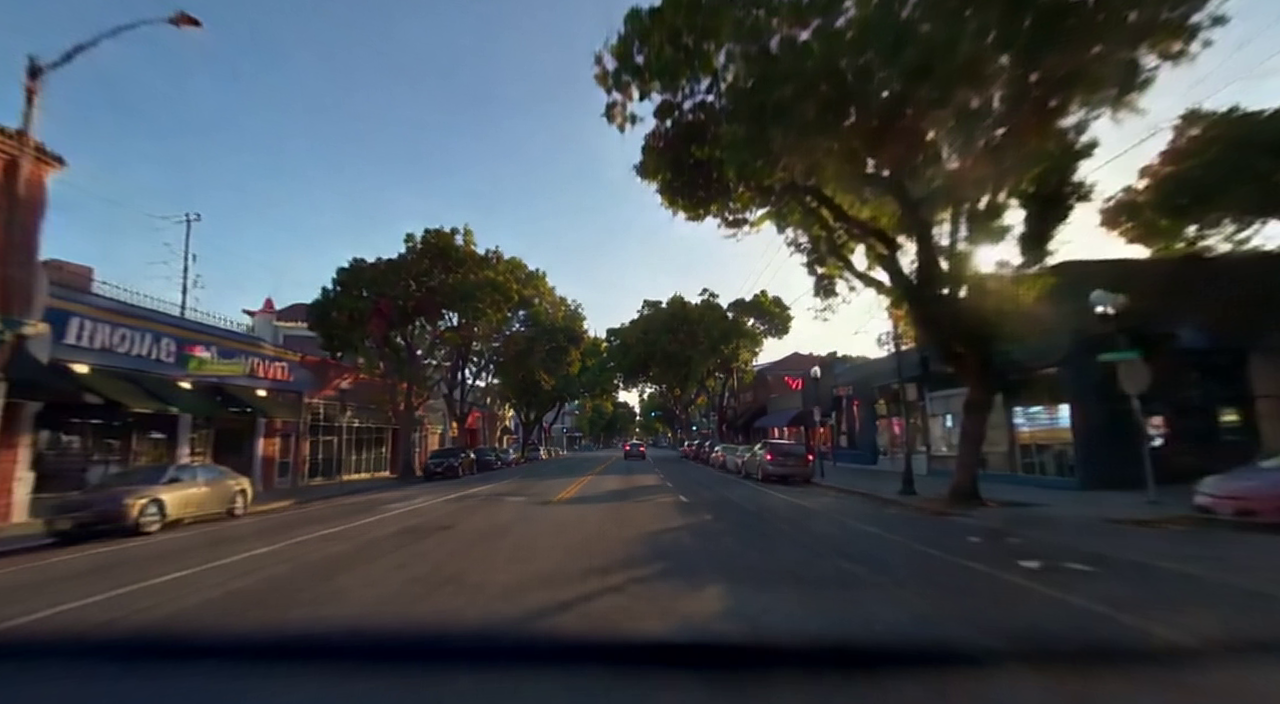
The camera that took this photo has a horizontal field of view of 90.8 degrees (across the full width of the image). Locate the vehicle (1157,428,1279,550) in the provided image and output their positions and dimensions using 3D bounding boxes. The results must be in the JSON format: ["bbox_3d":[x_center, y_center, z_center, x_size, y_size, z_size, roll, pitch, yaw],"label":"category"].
[{"bbox_3d":[10.861,1.953,9.319,4.563,1.633,2.144,0,-9,-1],"label":"vehicle"}]

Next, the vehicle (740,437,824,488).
[{"bbox_3d":[5.488,4.323,25.115,2.042,1.787,5.110,0,-9,-1],"label":"vehicle"}]

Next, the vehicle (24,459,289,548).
[{"bbox_3d":[-9.829,3.066,13.588,1.802,1.397,5.226,0,-8,-3],"label":"vehicle"}]

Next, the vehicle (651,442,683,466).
[{"bbox_3d":[1.820,7.167,44.556,1.998,1.580,4.015,0,-9,-1],"label":"vehicle"}]

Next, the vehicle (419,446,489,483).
[{"bbox_3d":[-10.050,6.109,34.661,2.081,1.819,5.607,0,-9,0],"label":"vehicle"}]
